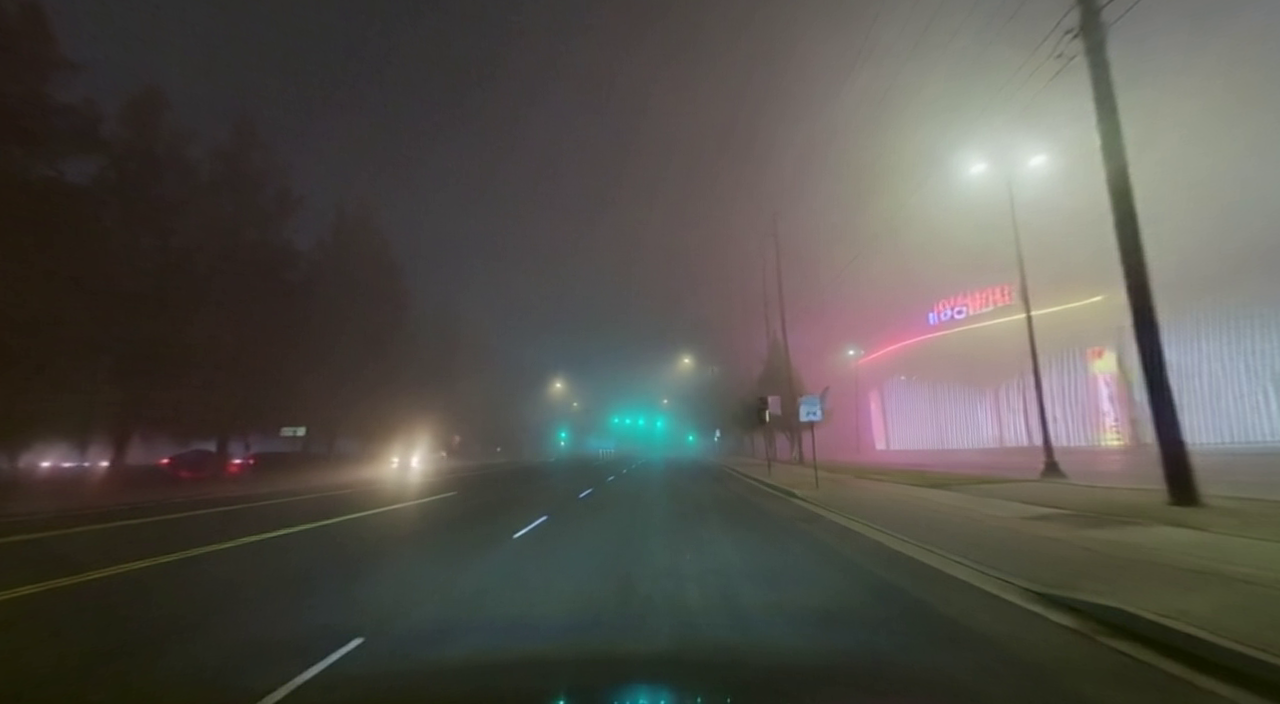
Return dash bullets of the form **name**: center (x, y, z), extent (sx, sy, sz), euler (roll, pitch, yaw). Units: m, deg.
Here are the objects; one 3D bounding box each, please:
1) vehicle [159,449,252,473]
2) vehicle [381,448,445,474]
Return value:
- **vehicle**: center (-28.705, 7.203, 41.597), extent (4.692, 1.576, 1.864), euler (0, -9, -2)
- **vehicle**: center (-13.800, 6.628, 38.456), extent (1.920, 1.512, 4.657), euler (-1, -9, 4)
